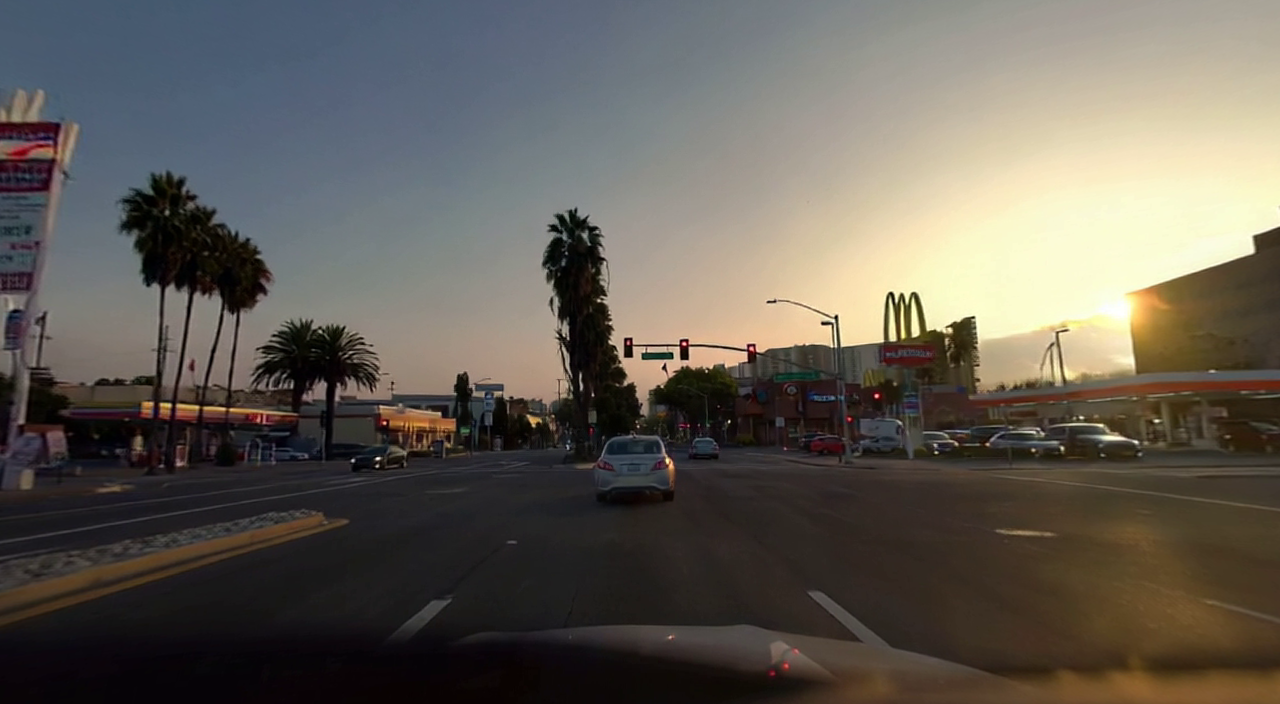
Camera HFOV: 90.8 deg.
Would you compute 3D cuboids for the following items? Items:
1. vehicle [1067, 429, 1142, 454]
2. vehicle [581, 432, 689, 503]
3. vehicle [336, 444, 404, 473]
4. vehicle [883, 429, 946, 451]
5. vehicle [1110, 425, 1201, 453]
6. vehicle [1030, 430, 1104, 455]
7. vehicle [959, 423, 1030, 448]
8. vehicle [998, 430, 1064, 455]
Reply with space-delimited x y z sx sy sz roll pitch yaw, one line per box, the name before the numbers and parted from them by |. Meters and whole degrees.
vehicle | 28.897 5.616 39.464 1.848 1.467 3.941 -1 -8 3
vehicle | -0.125 2.763 15.646 2.270 1.475 4.571 0 -8 0
vehicle | -15.449 6.100 36.419 1.896 1.508 4.659 0 -8 -1
vehicle | 19.622 6.342 45.273 3.833 1.495 1.892 -3 -8 16
vehicle | 31.917 5.418 39.319 1.903 1.630 4.320 0 -8 -1
vehicle | 26.415 5.624 39.221 1.923 1.501 3.849 0 -8 2
vehicle | 24.654 5.848 44.062 3.783 1.560 1.853 -4 -9 12
vehicle | 24.344 5.665 39.462 1.738 1.462 3.609 0 -8 0
